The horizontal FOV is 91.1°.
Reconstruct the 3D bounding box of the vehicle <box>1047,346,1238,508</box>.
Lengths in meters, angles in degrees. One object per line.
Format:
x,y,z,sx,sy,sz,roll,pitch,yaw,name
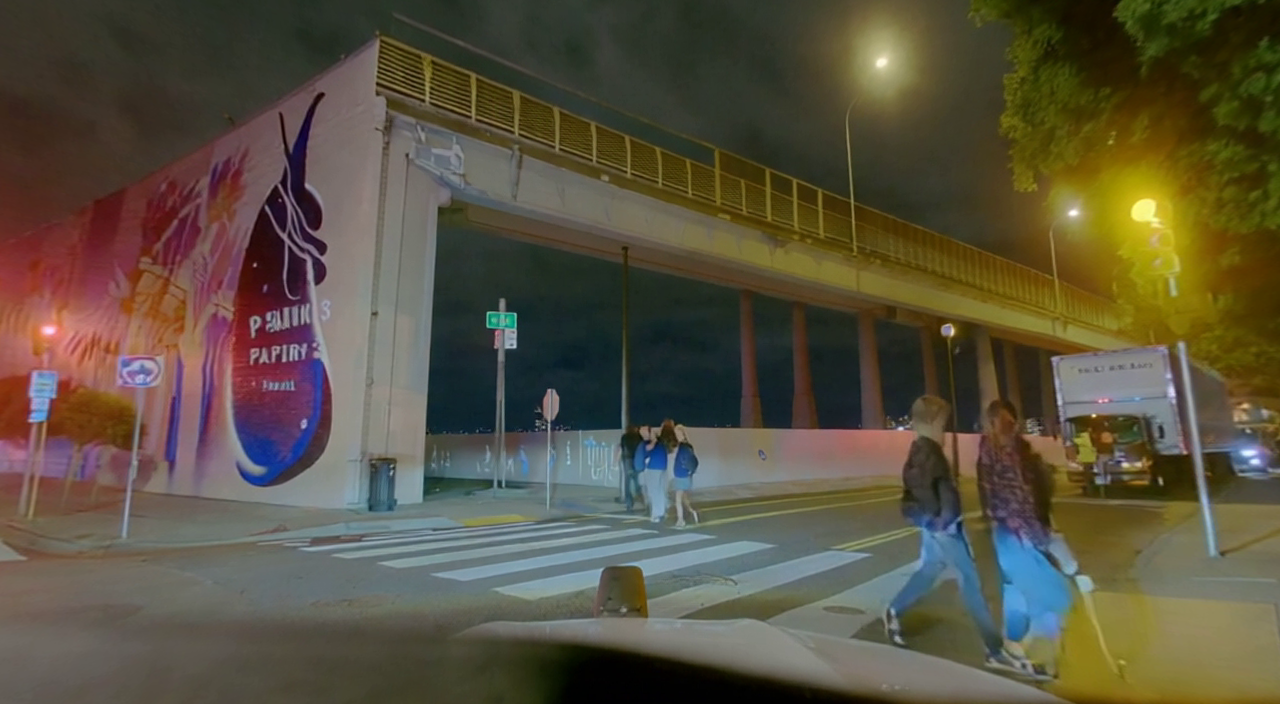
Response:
15.780,2.385,19.353,9.347,3.893,2.849,7,-11,-42,vehicle
